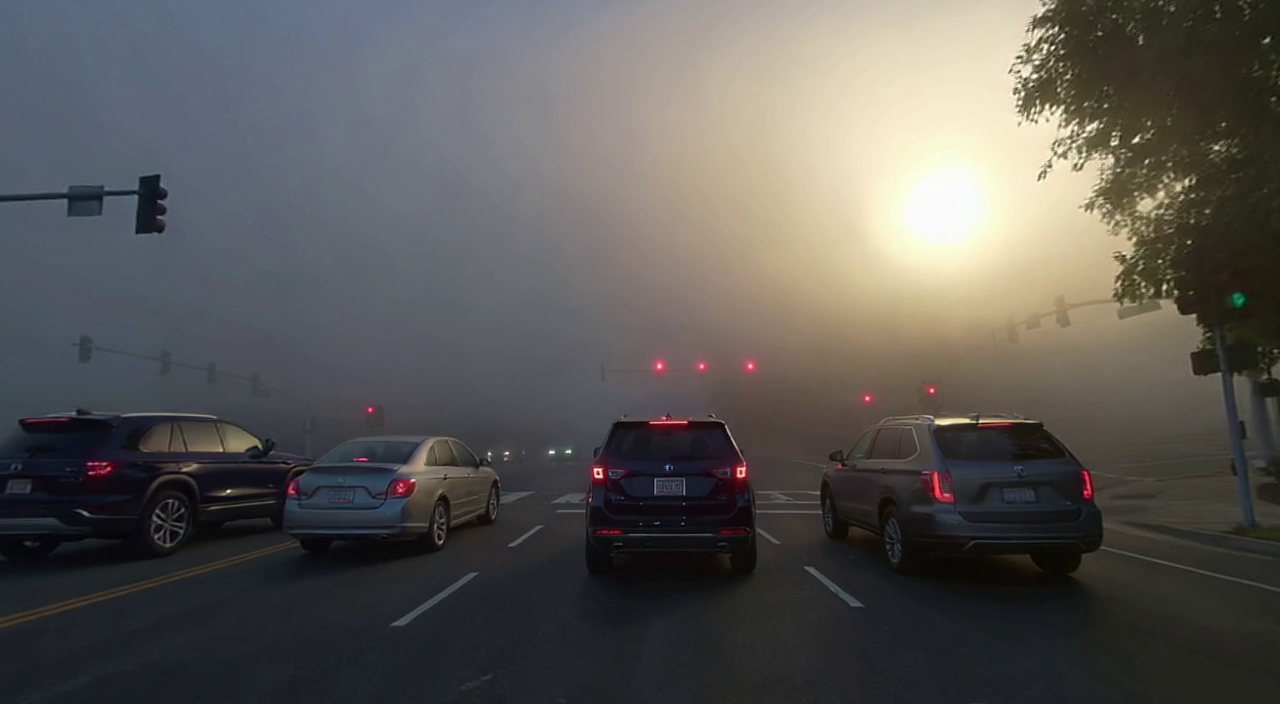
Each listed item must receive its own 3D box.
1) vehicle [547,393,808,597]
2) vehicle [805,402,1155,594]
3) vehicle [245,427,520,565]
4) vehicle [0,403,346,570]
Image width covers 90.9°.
[{"bbox_3d":[0.393,1.519,7.495,2.198,1.708,4.170,0,-8,2],"label":"vehicle"},{"bbox_3d":[3.525,1.590,7.748,2.047,1.638,4.395,-1,-8,4],"label":"vehicle"},{"bbox_3d":[-3.241,1.889,9.107,1.885,1.475,4.359,-1,-8,4],"label":"vehicle"},{"bbox_3d":[-6.638,1.821,9.341,2.075,1.796,4.785,0,-8,2],"label":"vehicle"}]
